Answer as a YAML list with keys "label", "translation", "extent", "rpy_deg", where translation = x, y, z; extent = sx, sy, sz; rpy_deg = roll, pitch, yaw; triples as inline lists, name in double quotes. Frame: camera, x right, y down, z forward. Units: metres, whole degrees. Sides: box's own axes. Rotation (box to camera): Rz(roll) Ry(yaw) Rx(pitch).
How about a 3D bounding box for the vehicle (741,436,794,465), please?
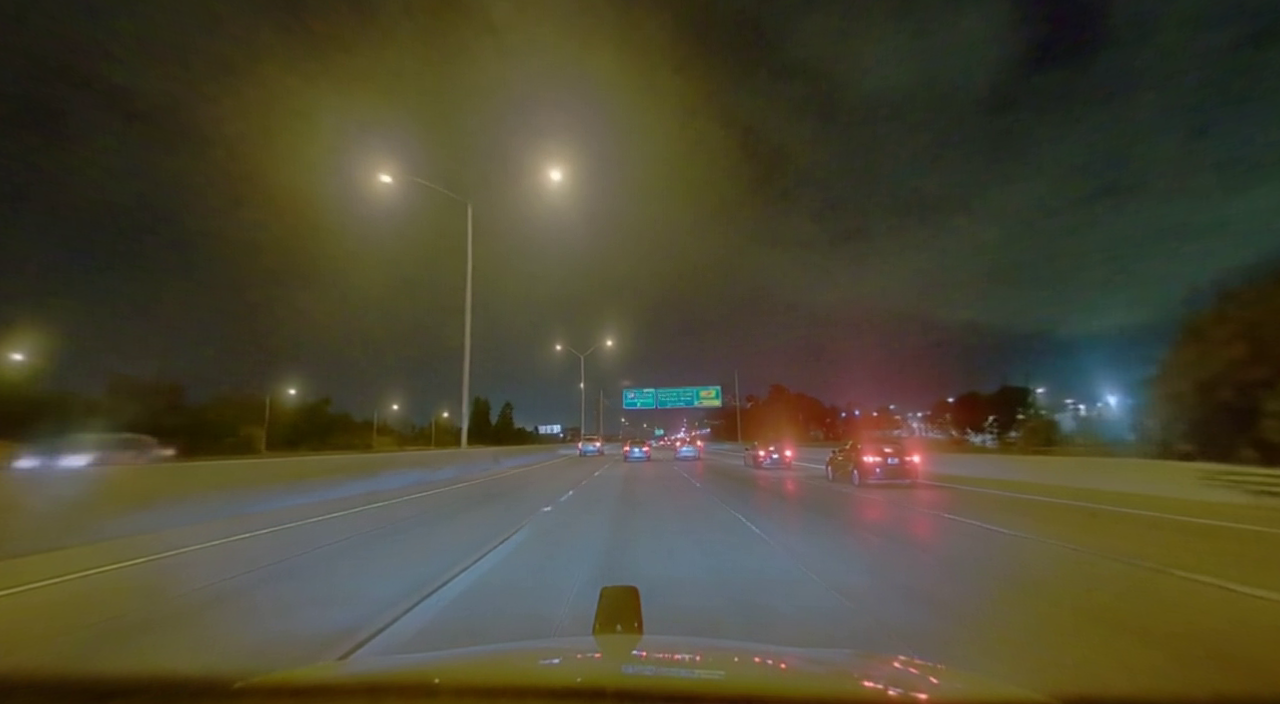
- label: "vehicle"
  translation: [7.041, 5.488, 35.268]
  extent: [1.935, 1.478, 4.433]
  rpy_deg: [0, -9, -1]

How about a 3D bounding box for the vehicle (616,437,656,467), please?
- label: "vehicle"
  translation: [-0.231, 5.272, 33.509]
  extent: [1.985, 1.457, 4.227]
  rpy_deg: [0, -9, -1]

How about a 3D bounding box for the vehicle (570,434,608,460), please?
- label: "vehicle"
  translation: [-3.450, 6.518, 43.378]
  extent: [2.123, 1.661, 4.601]
  rpy_deg: [0, -9, 1]
